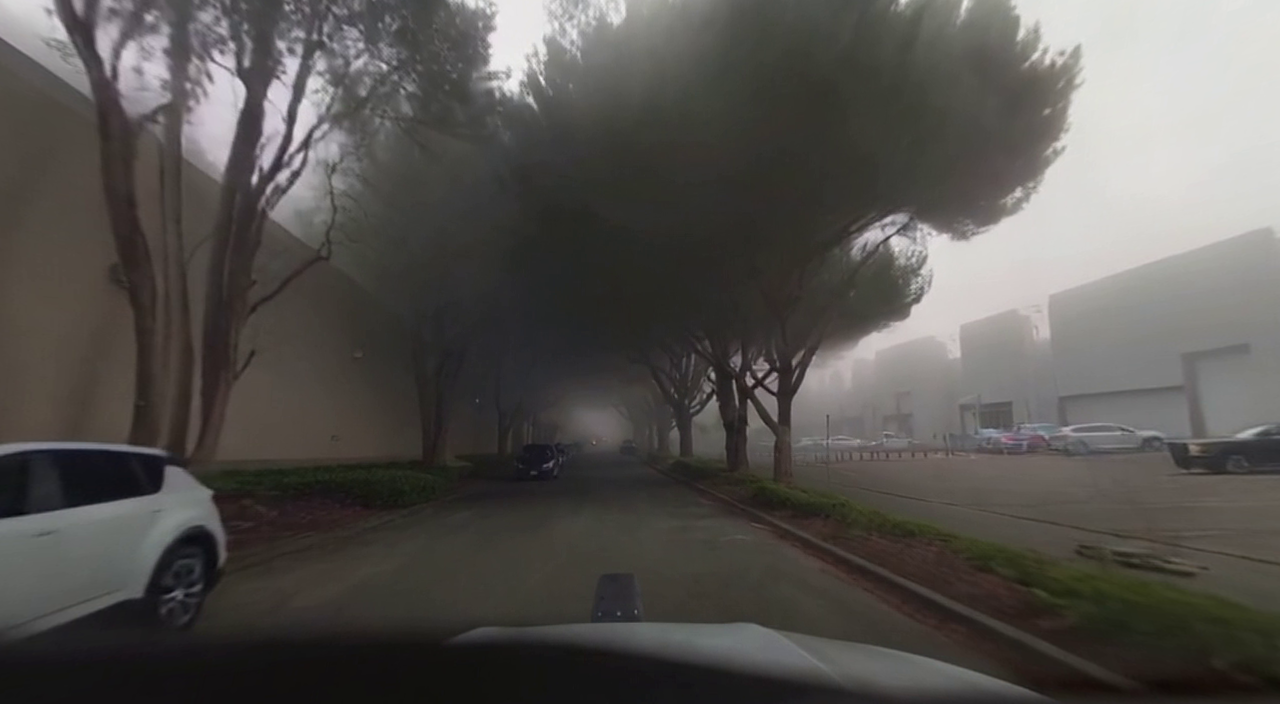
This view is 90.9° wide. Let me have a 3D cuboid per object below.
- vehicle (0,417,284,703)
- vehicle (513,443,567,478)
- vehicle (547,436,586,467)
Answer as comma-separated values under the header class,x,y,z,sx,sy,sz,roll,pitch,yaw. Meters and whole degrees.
class,x,y,z,sx,sy,sz,roll,pitch,yaw
vehicle,-4.121,1.219,3.526,1.912,1.628,4.233,-1,-8,-3
vehicle,-5.003,5.486,32.107,2.040,1.501,4.440,-4,-9,-2
vehicle,-5.077,7.014,44.132,2.161,1.843,5.181,-4,-10,-2
